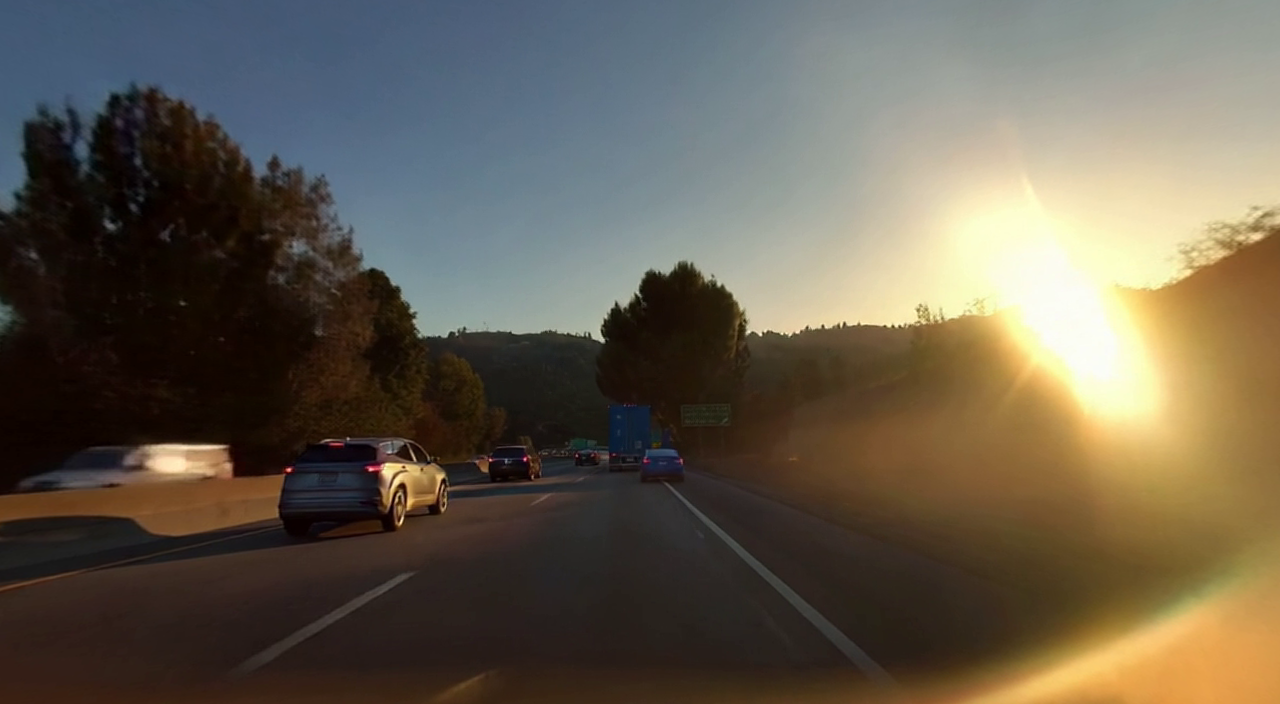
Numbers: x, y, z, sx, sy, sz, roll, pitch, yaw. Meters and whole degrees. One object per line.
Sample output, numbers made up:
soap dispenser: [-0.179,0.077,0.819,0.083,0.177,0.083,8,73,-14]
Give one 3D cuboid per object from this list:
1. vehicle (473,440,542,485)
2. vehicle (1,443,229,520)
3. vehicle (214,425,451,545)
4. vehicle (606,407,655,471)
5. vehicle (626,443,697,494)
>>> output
vehicle: [-5.333,4.509,25.748,2.035,1.664,4.064,0,-9,-1]
vehicle: [-13.443,3.304,16.548,2.191,1.706,4.471,0,-9,-1]
vehicle: [-4.994,2.204,11.009,2.100,1.671,4.105,0,-9,-1]
vehicle: [-0.864,6.343,45.246,3.113,4.066,10.786,0,-9,-3]
vehicle: [0.589,3.779,20.657,2.026,1.489,4.045,0,-9,-2]
